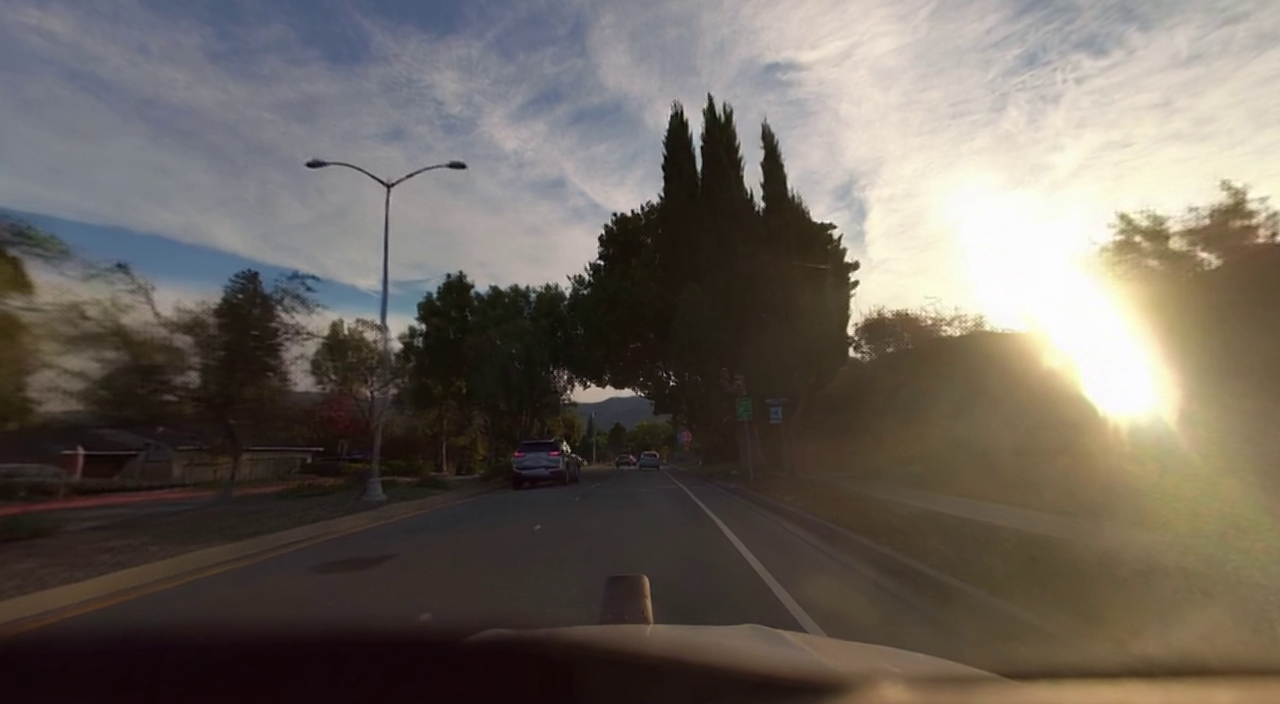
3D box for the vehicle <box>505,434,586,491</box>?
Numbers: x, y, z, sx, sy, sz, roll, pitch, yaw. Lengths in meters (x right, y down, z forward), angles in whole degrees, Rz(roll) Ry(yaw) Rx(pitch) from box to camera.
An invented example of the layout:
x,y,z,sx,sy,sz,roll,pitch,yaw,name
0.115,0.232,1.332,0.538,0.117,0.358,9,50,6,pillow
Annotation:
x,y,z,sx,sy,sz,roll,pitch,yaw,name
-3.174,3.805,22.132,2.073,1.770,4.302,0,-8,2,vehicle
